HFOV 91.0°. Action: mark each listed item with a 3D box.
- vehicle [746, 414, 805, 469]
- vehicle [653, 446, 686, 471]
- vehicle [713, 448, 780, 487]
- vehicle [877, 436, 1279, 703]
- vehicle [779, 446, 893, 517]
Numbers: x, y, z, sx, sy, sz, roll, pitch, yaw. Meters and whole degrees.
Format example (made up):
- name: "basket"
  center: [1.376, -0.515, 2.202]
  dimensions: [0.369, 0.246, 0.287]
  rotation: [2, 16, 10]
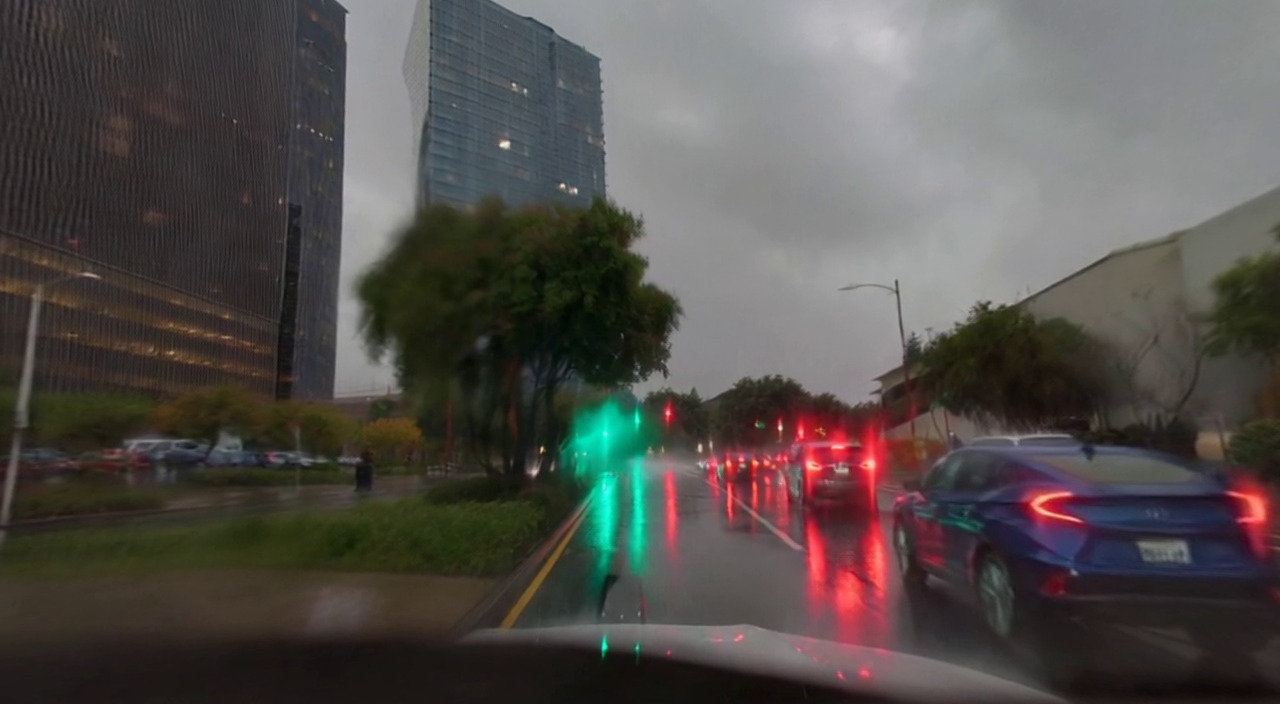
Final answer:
- name: "vehicle"
  center: [9.971, 6.865, 48.009]
  dimensions: [3.128, 3.616, 13.736]
  rotation: [-1, -9, 7]
- name: "vehicle"
  center: [2.200, 7.650, 45.453]
  dimensions: [2.121, 1.728, 4.161]
  rotation: [-1, -9, 6]
- name: "vehicle"
  center: [4.649, 5.088, 28.075]
  dimensions: [2.183, 1.553, 3.923]
  rotation: [0, -9, -1]
- name: "vehicle"
  center: [3.342, 1.427, 4.810]
  dimensions: [2.032, 1.490, 3.871]
  rotation: [-1, -9, 8]
- name: "vehicle"
  center: [5.072, 3.352, 17.038]
  dimensions: [2.089, 1.609, 4.922]
  rotation: [-1, -9, 7]
